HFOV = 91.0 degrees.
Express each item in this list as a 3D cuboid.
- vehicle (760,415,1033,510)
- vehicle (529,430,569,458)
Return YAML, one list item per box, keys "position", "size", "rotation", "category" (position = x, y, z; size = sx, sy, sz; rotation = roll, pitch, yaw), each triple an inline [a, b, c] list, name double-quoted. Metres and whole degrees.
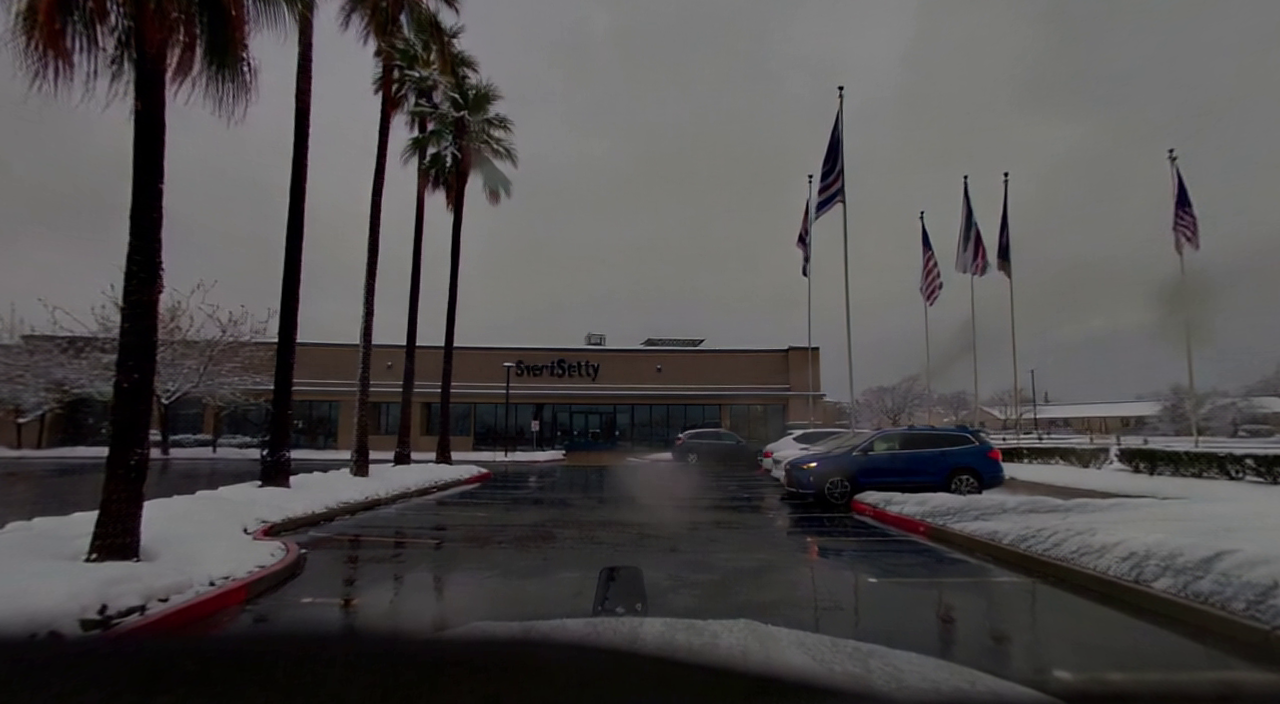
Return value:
- position: [4.883, 2.174, 12.565]
  size: [4.567, 1.723, 1.926]
  rotation: [0, -8, 0]
  category: "vehicle"
- position: [-6.641, 6.776, 46.314]
  size: [1.943, 1.890, 4.472]
  rotation: [-3, -8, 4]
  category: "vehicle"
